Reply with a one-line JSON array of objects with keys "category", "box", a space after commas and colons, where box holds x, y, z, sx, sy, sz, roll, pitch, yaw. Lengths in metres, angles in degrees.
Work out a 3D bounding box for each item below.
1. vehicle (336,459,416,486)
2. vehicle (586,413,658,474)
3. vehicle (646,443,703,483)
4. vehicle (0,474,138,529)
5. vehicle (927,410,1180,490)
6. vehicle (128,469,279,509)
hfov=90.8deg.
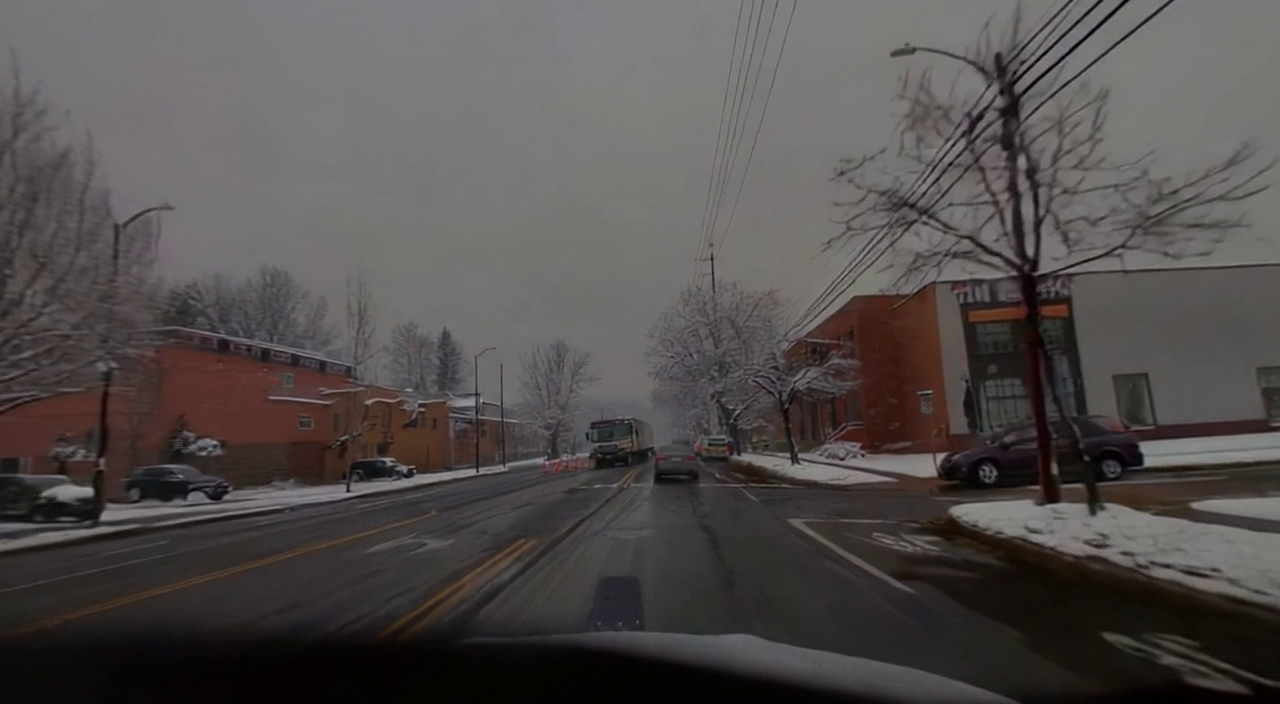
[{"category": "vehicle", "box": [-17.468, 7.971, 41.868, 4.397, 1.698, 1.932, -1, -9, 7]}, {"category": "vehicle", "box": [-0.821, 5.891, 40.451, 2.977, 3.271, 12.748, -1, -8, 6]}, {"category": "vehicle", "box": [1.332, 4.534, 26.048, 2.159, 1.506, 4.086, 0, -8, 1]}, {"category": "vehicle", "box": [-19.379, 4.749, 20.276, 4.696, 1.513, 2.243, -1, -9, 3]}, {"category": "vehicle", "box": [10.475, 2.529, 16.378, 4.859, 1.914, 2.333, 0, -9, 0]}, {"category": "vehicle", "box": [-18.376, 5.773, 26.749, 4.952, 1.510, 2.115, -1, -8, 5]}]
